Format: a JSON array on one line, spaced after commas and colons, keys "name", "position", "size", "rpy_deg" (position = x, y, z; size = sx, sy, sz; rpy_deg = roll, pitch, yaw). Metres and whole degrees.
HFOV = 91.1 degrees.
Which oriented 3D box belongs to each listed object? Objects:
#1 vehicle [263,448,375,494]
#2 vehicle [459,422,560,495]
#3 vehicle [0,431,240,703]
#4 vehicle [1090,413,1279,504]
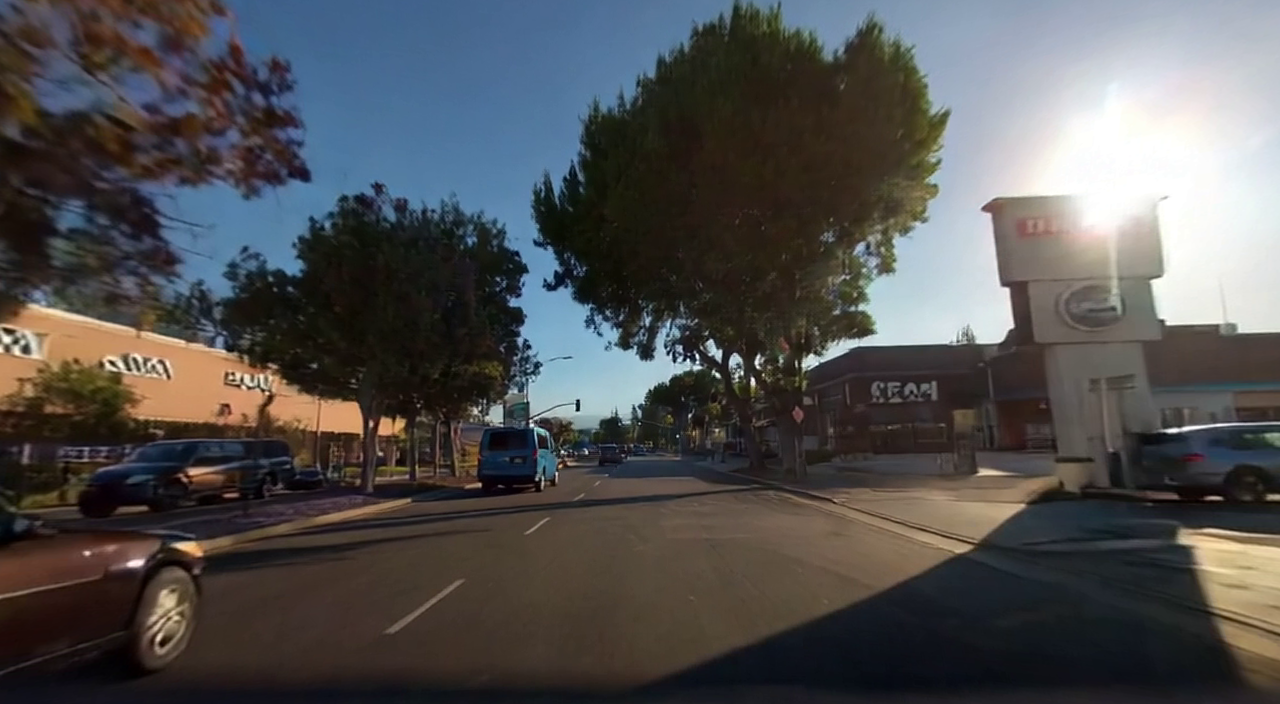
[{"name": "vehicle", "position": [-11.217, 4.153, 22.313], "size": [1.812, 1.405, 4.305], "rpy_deg": [0, -8, -2]}, {"name": "vehicle", "position": [-3.933, 3.323, 19.910], "size": [2.152, 1.987, 4.952], "rpy_deg": [0, -8, 0]}, {"name": "vehicle", "position": [-3.737, 0.949, 2.001], "size": [1.959, 1.406, 4.550], "rpy_deg": [0, -8, -1]}, {"name": "vehicle", "position": [11.226, 1.894, 11.323], "size": [4.607, 1.471, 1.982], "rpy_deg": [0, -8, 2]}]
